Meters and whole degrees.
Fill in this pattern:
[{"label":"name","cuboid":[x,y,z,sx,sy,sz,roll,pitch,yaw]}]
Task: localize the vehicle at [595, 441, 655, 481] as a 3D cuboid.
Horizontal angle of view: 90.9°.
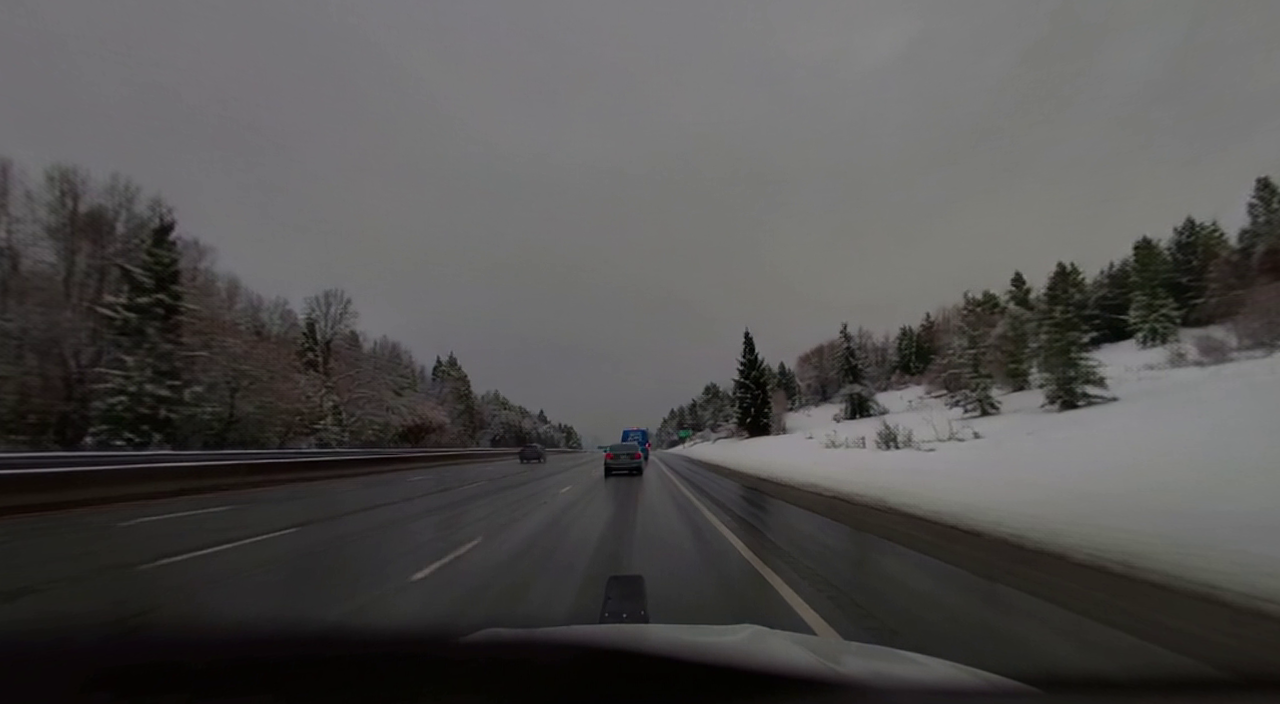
[{"label":"vehicle","cuboid":[-0.559,4.344,25.322,2.238,1.479,3.672,0,-9,0]}]
